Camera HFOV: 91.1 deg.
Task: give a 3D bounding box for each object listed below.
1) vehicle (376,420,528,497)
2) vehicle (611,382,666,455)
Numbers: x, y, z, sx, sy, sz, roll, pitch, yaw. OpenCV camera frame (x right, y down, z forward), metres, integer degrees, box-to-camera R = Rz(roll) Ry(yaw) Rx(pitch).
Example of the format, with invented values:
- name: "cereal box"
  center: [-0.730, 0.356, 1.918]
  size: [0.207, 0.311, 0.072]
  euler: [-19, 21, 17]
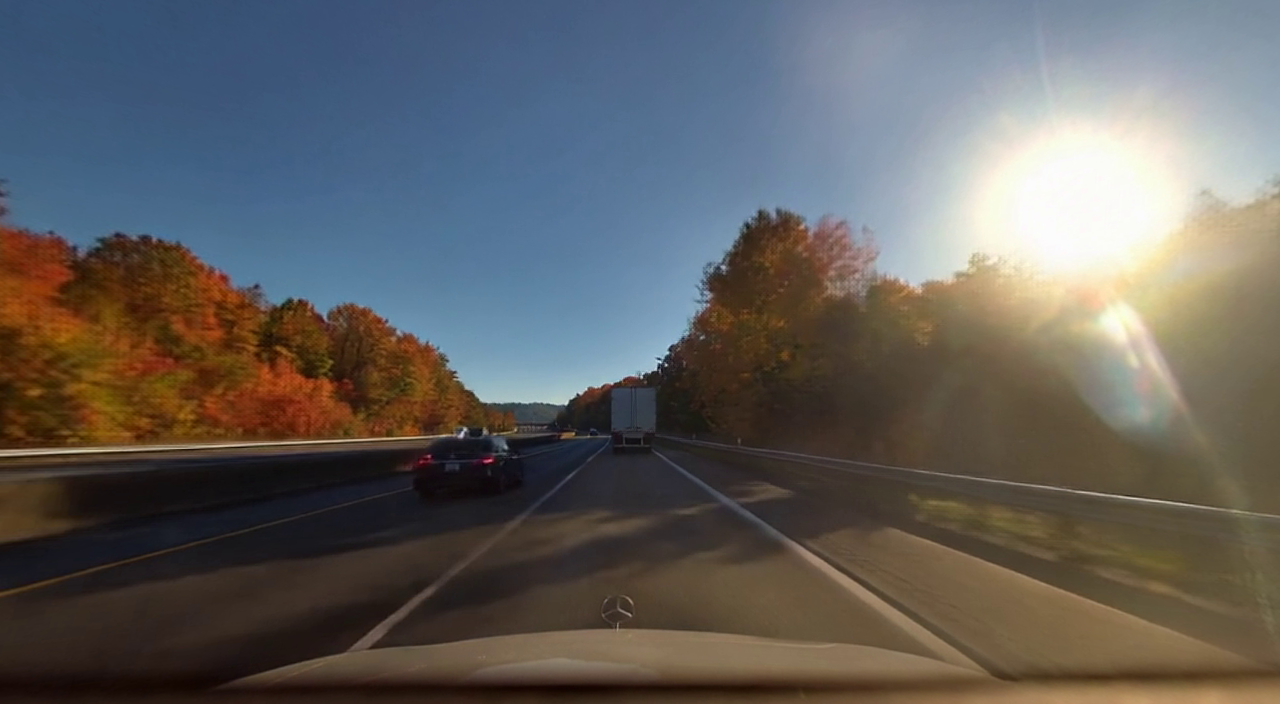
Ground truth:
- name: "vehicle"
  center: [-4.080, 2.388, 14.541]
  size: [2.217, 1.495, 4.245]
  euler: [0, -8, 0]
- name: "vehicle"
  center: [-0.287, 4.393, 40.219]
  size: [3.013, 4.016, 11.496]
  euler: [0, -8, -2]
